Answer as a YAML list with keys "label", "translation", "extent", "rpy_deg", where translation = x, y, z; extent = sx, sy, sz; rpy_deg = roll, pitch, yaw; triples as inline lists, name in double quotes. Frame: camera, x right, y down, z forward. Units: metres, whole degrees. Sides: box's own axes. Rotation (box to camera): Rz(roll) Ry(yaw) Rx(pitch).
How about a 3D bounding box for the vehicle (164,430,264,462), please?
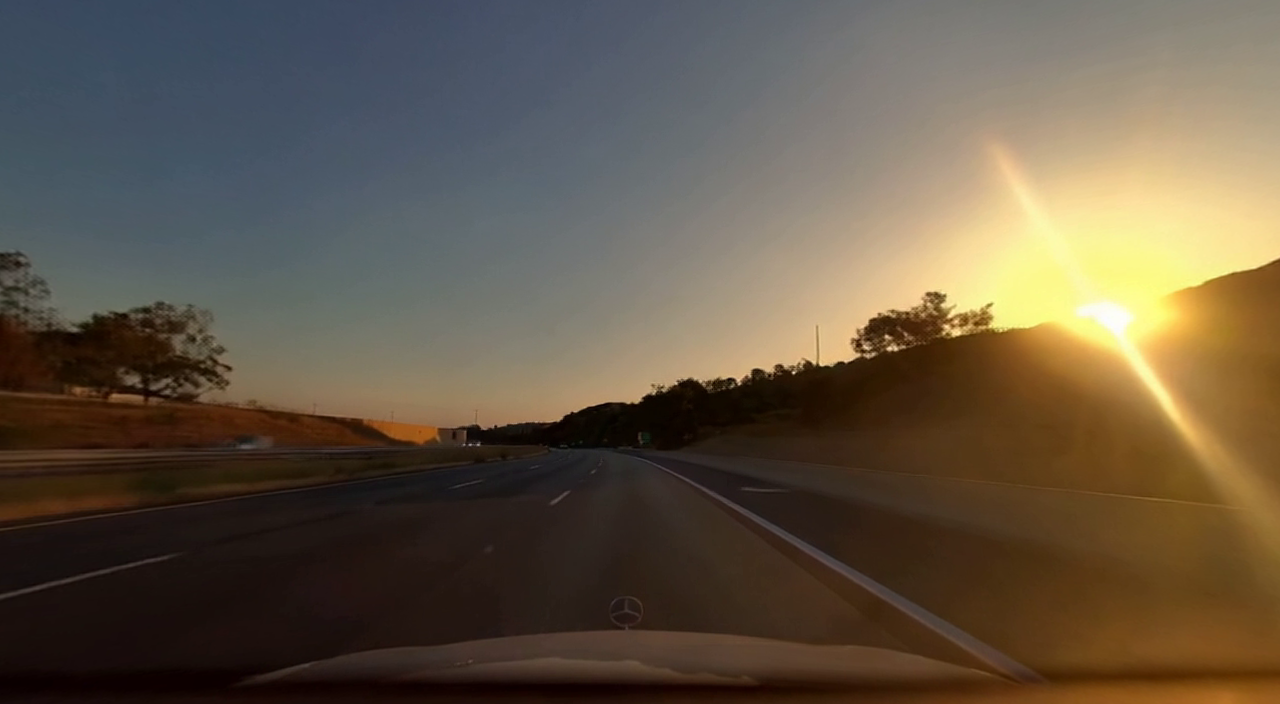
- label: "vehicle"
  translation: [-21.988, 4.893, 32.663]
  extent: [2.081, 1.569, 4.506]
  rpy_deg: [0, -9, -1]
